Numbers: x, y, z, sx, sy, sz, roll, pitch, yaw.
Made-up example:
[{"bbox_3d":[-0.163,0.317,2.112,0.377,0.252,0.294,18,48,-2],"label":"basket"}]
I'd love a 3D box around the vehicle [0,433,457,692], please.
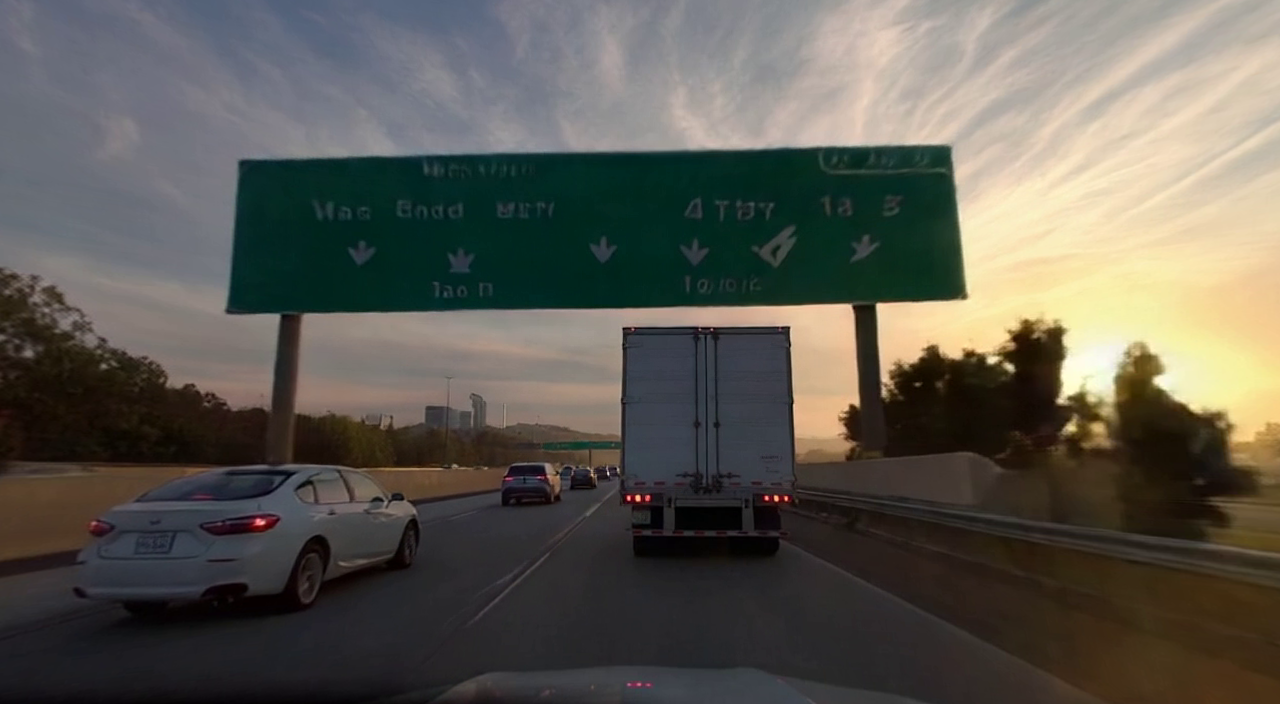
[{"bbox_3d":[-3.519,1.694,6.180,1.983,1.509,4.679,1,-11,1],"label":"vehicle"}]

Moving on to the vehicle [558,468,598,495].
[{"bbox_3d":[-3.530,7.460,36.462,1.867,1.418,3.670,0,-11,1],"label":"vehicle"}]

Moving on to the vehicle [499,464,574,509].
[{"bbox_3d":[-3.758,4.996,23.671,1.964,1.482,4.371,0,-11,1],"label":"vehicle"}]

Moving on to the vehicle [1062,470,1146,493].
[{"bbox_3d":[32.600,9.095,44.384,4.299,1.465,1.807,-1,-11,11],"label":"vehicle"}]

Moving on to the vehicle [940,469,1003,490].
[{"bbox_3d":[25.330,9.743,48.304,4.107,1.485,1.796,-4,-12,25],"label":"vehicle"}]

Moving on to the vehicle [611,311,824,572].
[{"bbox_3d":[0.966,1.964,12.926,2.831,3.529,8.689,1,-11,-1],"label":"vehicle"}]

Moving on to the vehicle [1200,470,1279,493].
[{"bbox_3d":[41.812,9.030,43.883,3.974,1.485,1.709,1,-11,-3],"label":"vehicle"}]
